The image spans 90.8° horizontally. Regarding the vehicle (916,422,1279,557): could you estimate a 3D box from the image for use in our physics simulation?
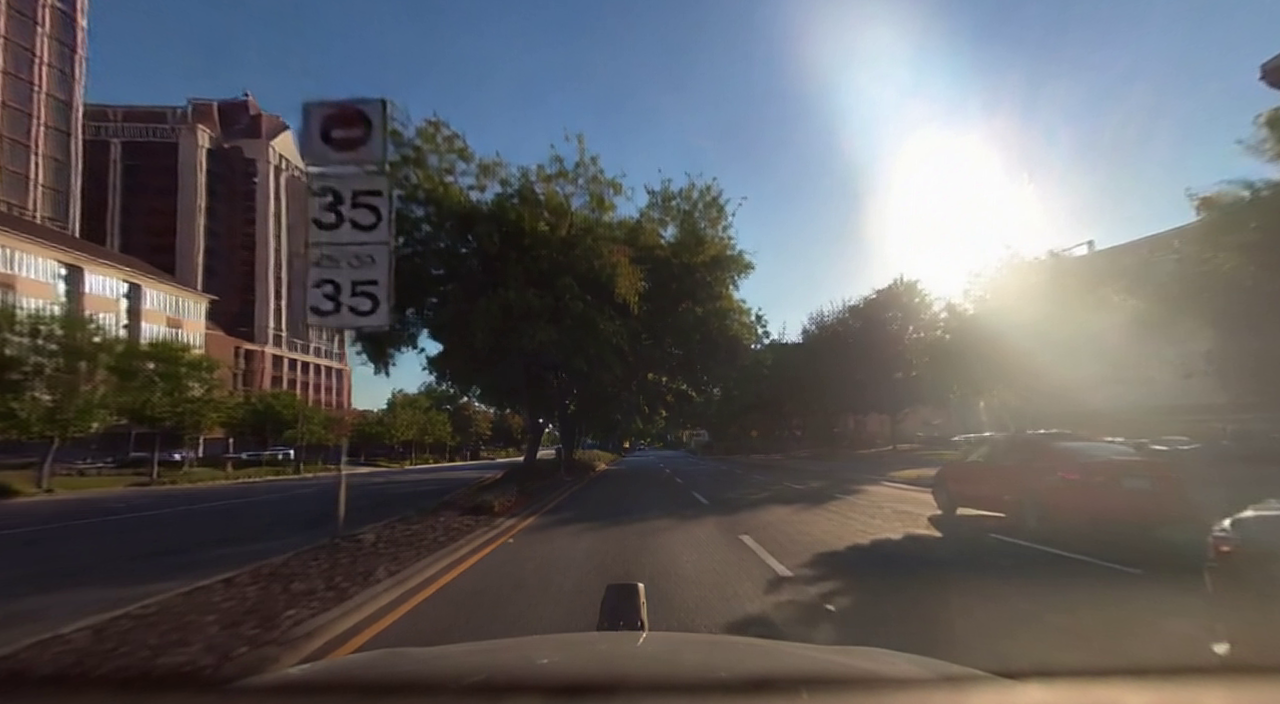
[{"bbox_3d":[6.545,1.970,9.881,2.088,1.524,5.085,0,-9,-1],"label":"vehicle"}]

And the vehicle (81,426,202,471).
[{"bbox_3d":[-34.822,6.759,44.298,6.180,2.962,2.395,0,-9,-4],"label":"vehicle"}]
